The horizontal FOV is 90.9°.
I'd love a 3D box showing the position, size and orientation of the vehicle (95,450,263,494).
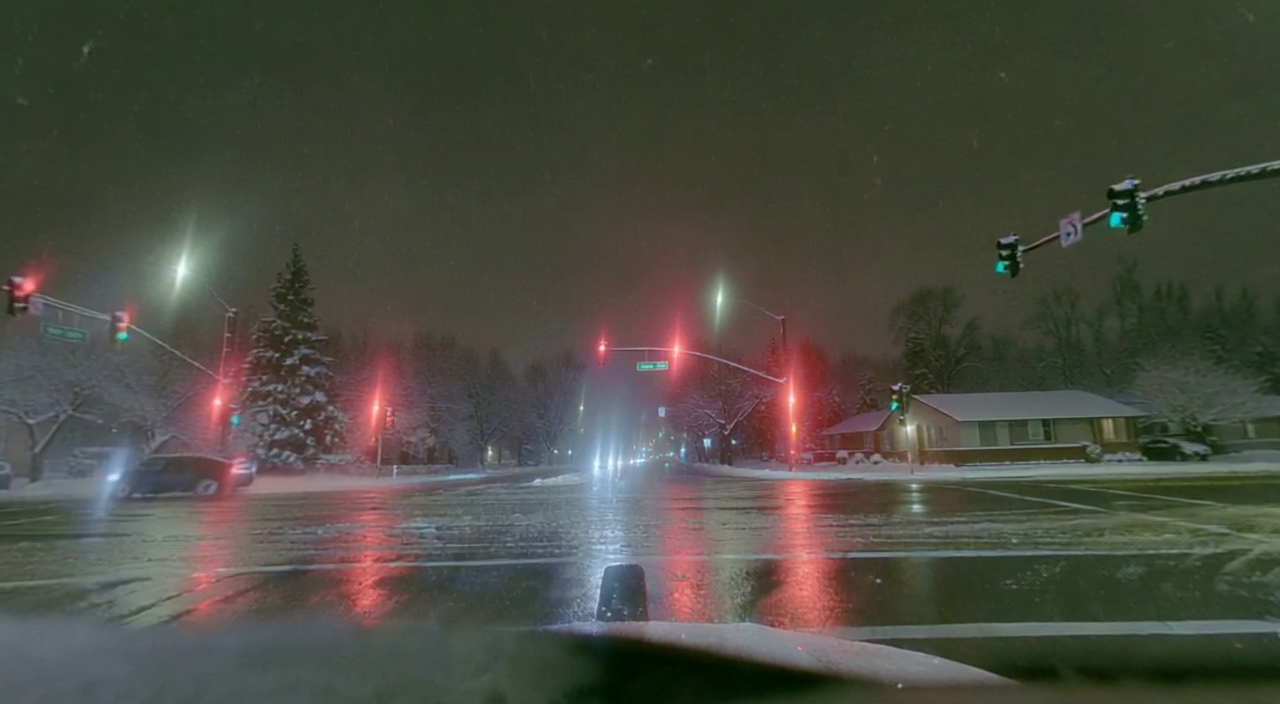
[{"bbox_3d":[-16.481,4.282,22.700,4.562,1.460,1.822,0,-8,0],"label":"vehicle"}]
